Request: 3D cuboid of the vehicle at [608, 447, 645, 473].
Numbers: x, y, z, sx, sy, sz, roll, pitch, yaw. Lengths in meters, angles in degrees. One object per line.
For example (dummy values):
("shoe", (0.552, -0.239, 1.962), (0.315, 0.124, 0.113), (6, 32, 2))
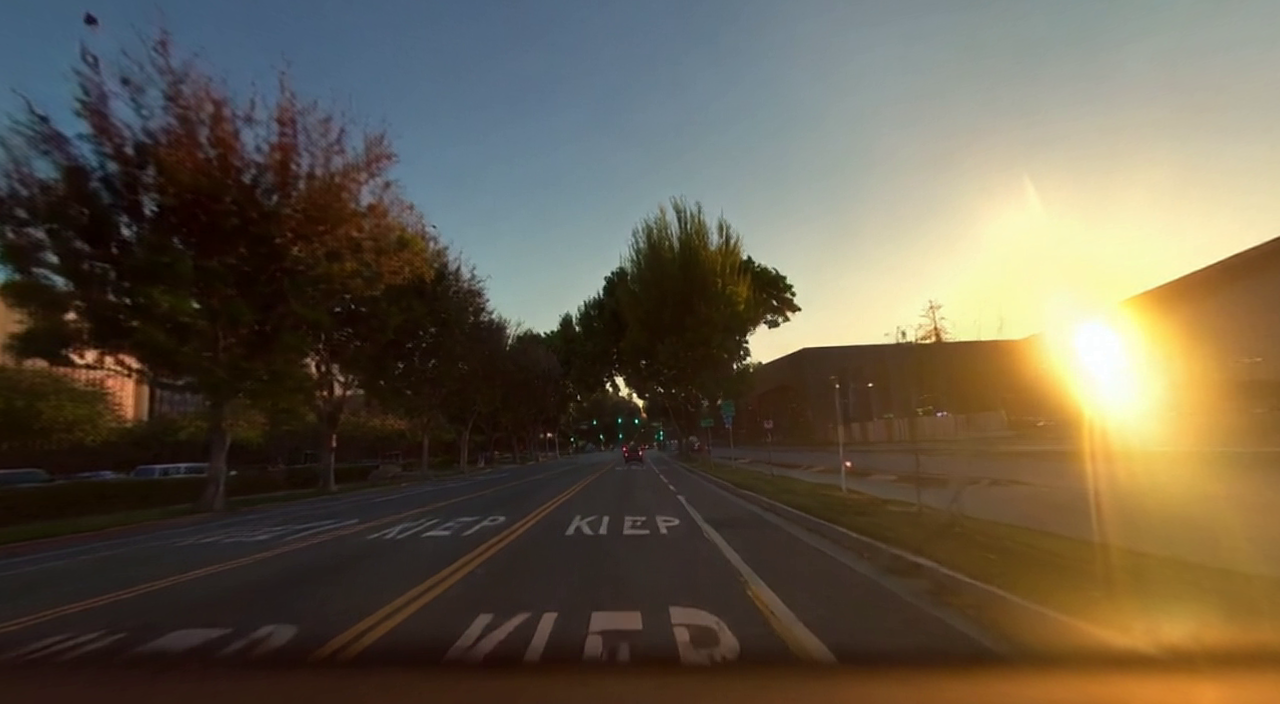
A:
("vehicle", (-0.833, 6.539, 38.609), (2.131, 1.474, 4.146), (0, -9, -1))
